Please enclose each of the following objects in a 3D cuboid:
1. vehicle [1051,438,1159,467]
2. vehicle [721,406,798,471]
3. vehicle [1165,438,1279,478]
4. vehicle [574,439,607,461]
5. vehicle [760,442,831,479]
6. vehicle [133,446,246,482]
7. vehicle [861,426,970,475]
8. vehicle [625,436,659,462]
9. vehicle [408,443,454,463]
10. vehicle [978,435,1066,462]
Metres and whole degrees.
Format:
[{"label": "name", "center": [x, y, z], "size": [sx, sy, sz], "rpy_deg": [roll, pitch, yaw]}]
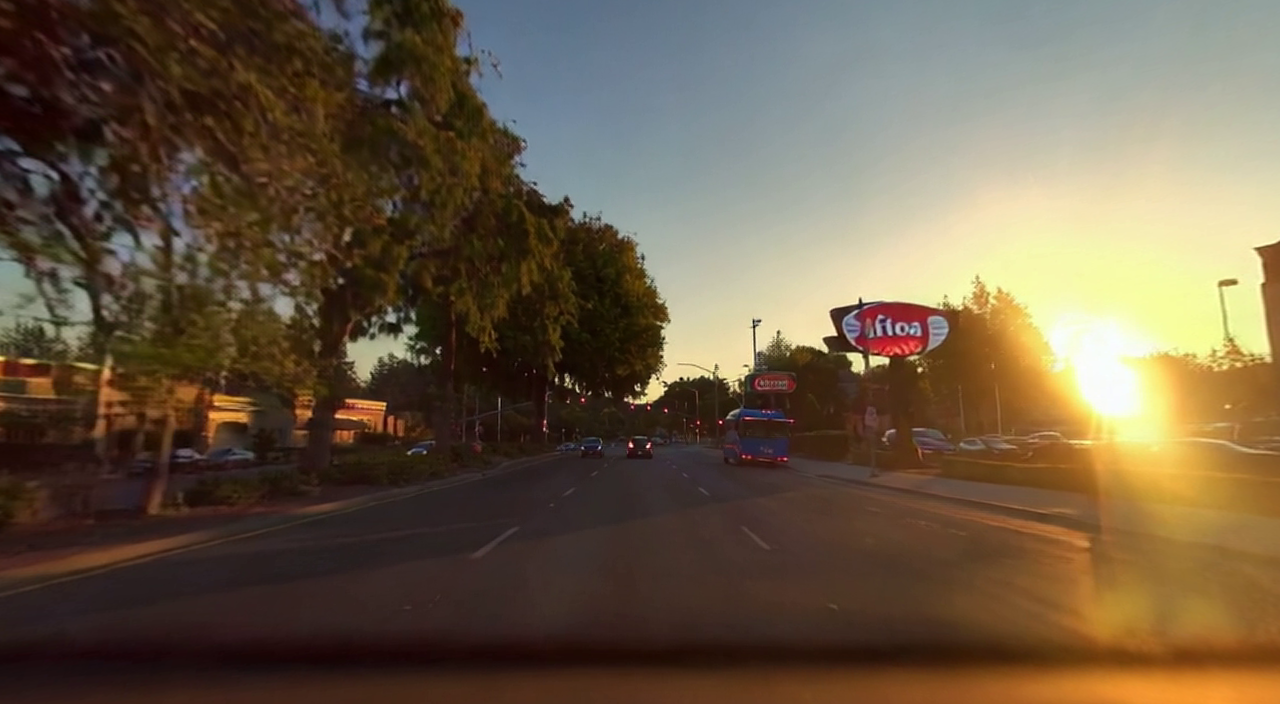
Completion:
[{"label": "vehicle", "center": [26.026, 5.654, 35.501], "size": [4.545, 1.571, 1.769], "rpy_deg": [-5, -10, 25]}, {"label": "vehicle", "center": [6.759, 5.123, 37.005], "size": [2.891, 3.361, 7.843], "rpy_deg": [0, -9, 0]}, {"label": "vehicle", "center": [23.947, 4.156, 24.832], "size": [4.744, 1.481, 1.855], "rpy_deg": [-6, -10, 34]}, {"label": "vehicle", "center": [-3.540, 7.120, 45.941], "size": [2.008, 1.500, 4.369], "rpy_deg": [-1, -9, 1]}, {"label": "vehicle", "center": [6.697, 4.724, 27.700], "size": [1.980, 1.473, 4.537], "rpy_deg": [0, -9, 0]}, {"label": "vehicle", "center": [-22.796, 5.664, 32.214], "size": [1.936, 1.654, 4.857], "rpy_deg": [-1, -9, 4]}, {"label": "vehicle", "center": [13.694, 4.870, 31.222], "size": [5.354, 2.214, 2.504], "rpy_deg": [6, -11, -37]}, {"label": "vehicle", "center": [0.165, 6.717, 43.593], "size": [2.209, 1.718, 4.008], "rpy_deg": [-1, -9, 1]}, {"label": "vehicle", "center": [-15.592, 7.557, 47.271], "size": [1.836, 1.464, 4.440], "rpy_deg": [-1, -9, 2]}, {"label": "vehicle", "center": [29.410, 7.491, 48.752], "size": [5.568, 1.930, 2.081], "rpy_deg": [-5, -10, 29]}]
